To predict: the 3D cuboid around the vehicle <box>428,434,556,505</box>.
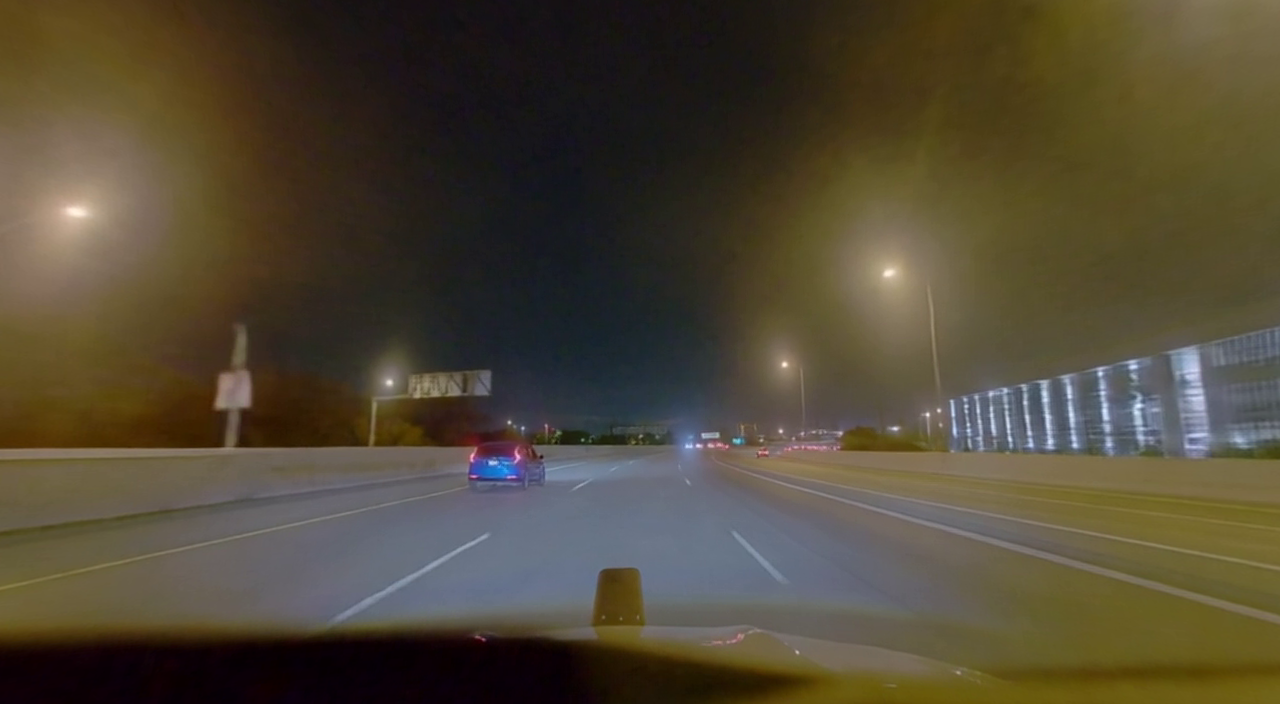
[{"bbox_3d":[-3.632,2.988,16.593,2.087,1.566,4.756,-1,-8,2],"label":"vehicle"}]
